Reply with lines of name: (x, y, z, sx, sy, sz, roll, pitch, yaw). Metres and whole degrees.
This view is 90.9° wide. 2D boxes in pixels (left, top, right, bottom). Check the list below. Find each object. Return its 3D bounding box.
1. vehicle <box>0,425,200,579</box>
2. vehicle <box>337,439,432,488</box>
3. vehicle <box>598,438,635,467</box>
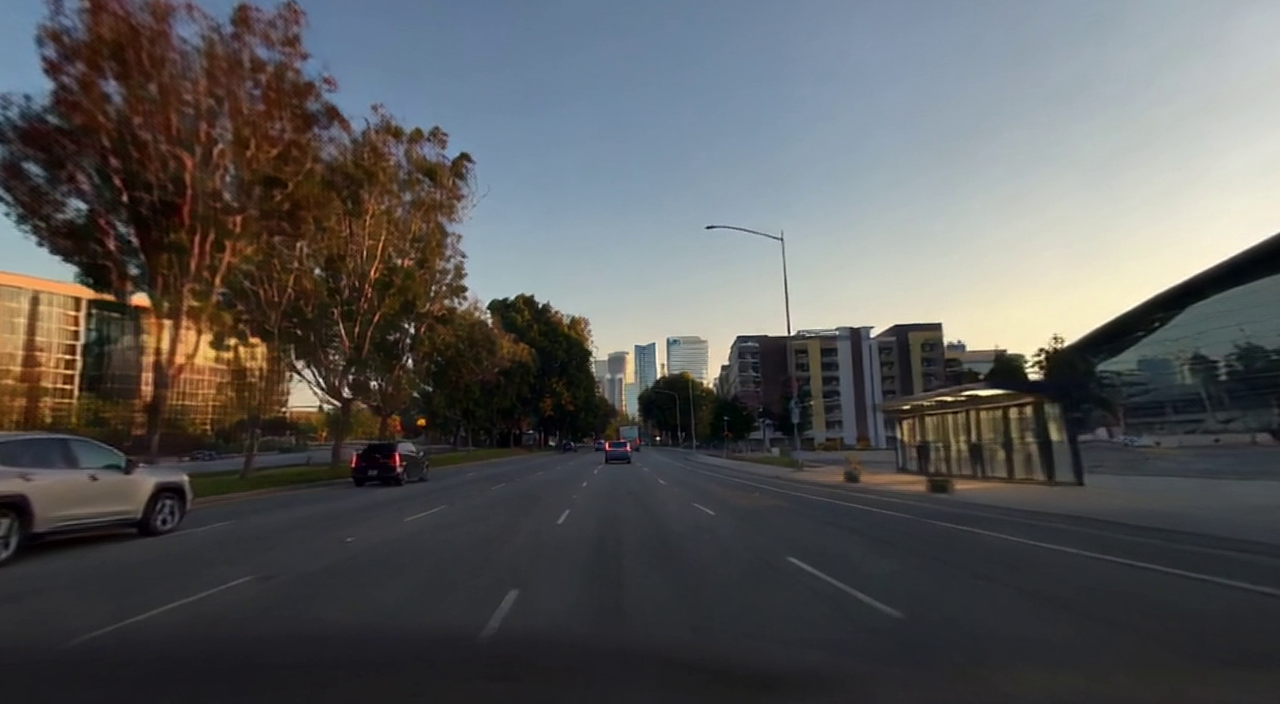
vehicle: (-8.384, 1.845, 8.123, 2.181, 1.728, 4.515, 0, -8, -1)
vehicle: (-10.090, 4.423, 25.398, 2.097, 1.782, 4.682, 0, -8, -3)
vehicle: (-1.568, 6.772, 42.588, 2.345, 1.803, 4.261, 0, -8, -2)
